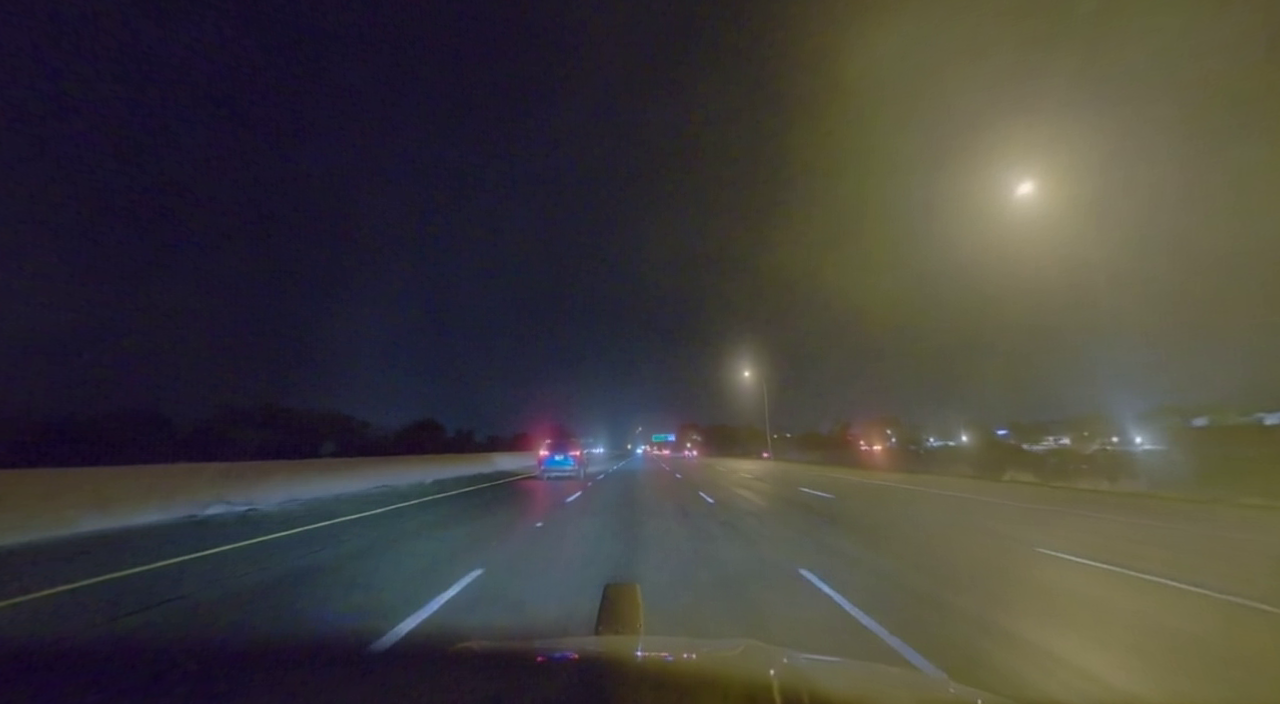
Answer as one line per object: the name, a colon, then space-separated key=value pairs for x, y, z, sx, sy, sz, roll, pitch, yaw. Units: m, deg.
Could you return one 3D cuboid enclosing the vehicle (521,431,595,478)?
vehicle: x=-3.622 y=4.688 z=29.109 sx=2.431 sy=1.928 sz=5.760 roll=0 pitch=-9 yaw=2
